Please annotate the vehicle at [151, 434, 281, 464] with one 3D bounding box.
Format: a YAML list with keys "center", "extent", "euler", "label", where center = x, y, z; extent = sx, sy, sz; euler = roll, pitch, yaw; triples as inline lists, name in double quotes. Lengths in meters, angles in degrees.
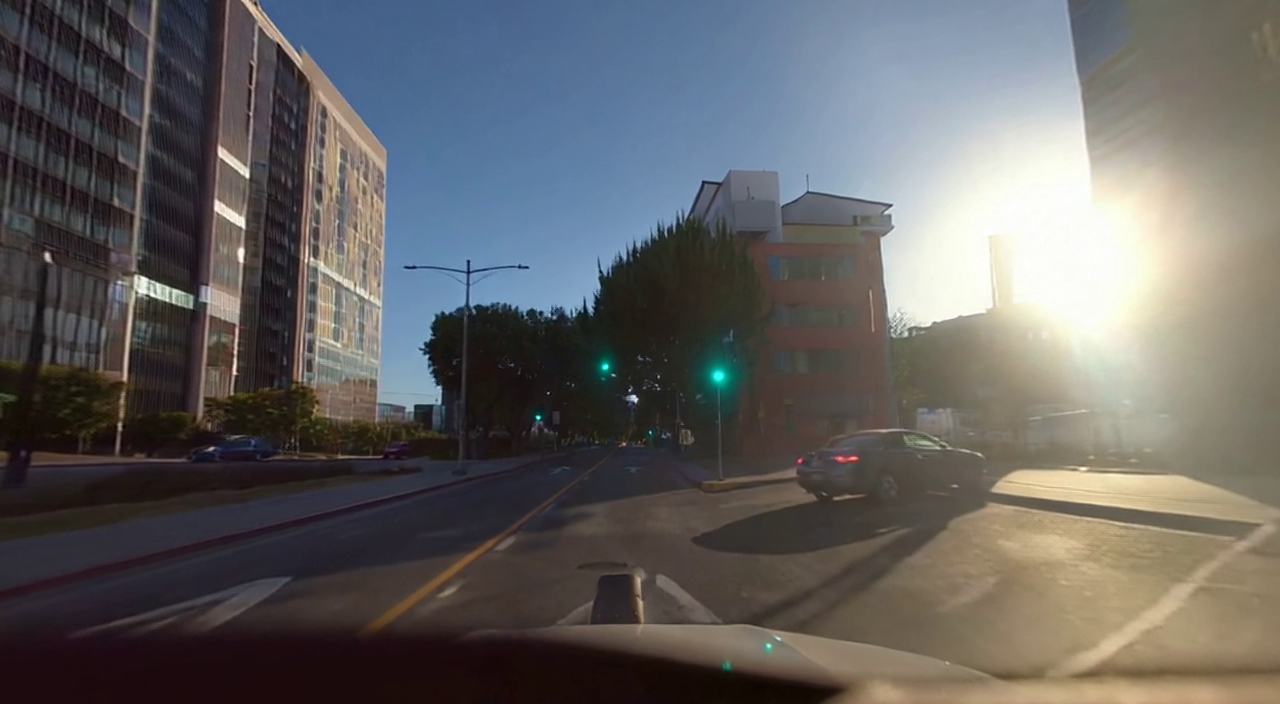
- center: [-19.448, 4.476, 29.236]
  extent: [2.660, 1.211, 4.739]
  euler: [-1, -8, 2]
  label: "vehicle"

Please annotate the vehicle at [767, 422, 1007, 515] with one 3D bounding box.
- center: [4.728, 2.160, 12.119]
  extent: [4.033, 1.514, 1.974]
  euler: [3, -9, -25]
  label: "vehicle"
